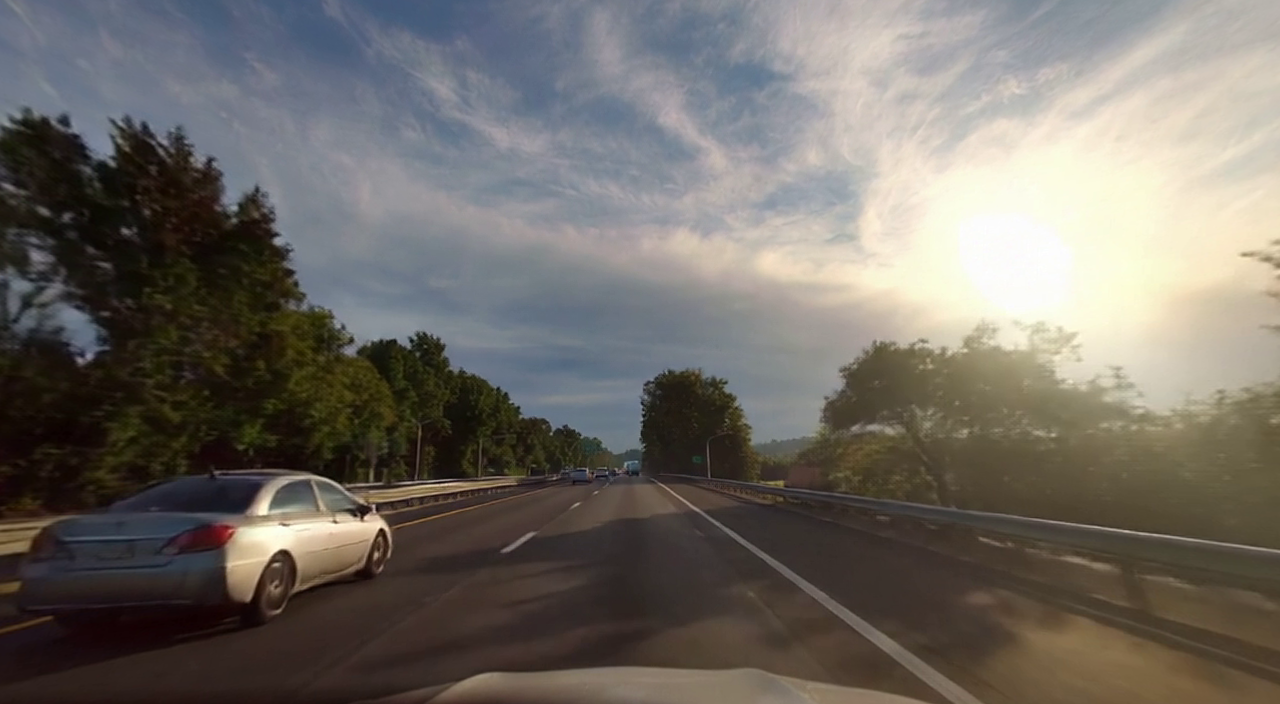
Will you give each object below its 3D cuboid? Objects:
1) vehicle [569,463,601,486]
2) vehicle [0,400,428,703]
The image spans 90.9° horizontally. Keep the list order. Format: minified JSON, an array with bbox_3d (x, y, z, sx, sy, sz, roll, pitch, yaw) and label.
[{"bbox_3d":[-4.090,9.216,47.523,2.068,1.592,4.479,1,-10,0],"label":"vehicle"},{"bbox_3d":[-3.784,1.507,5.609,2.123,1.666,4.709,1,-10,0],"label":"vehicle"}]
